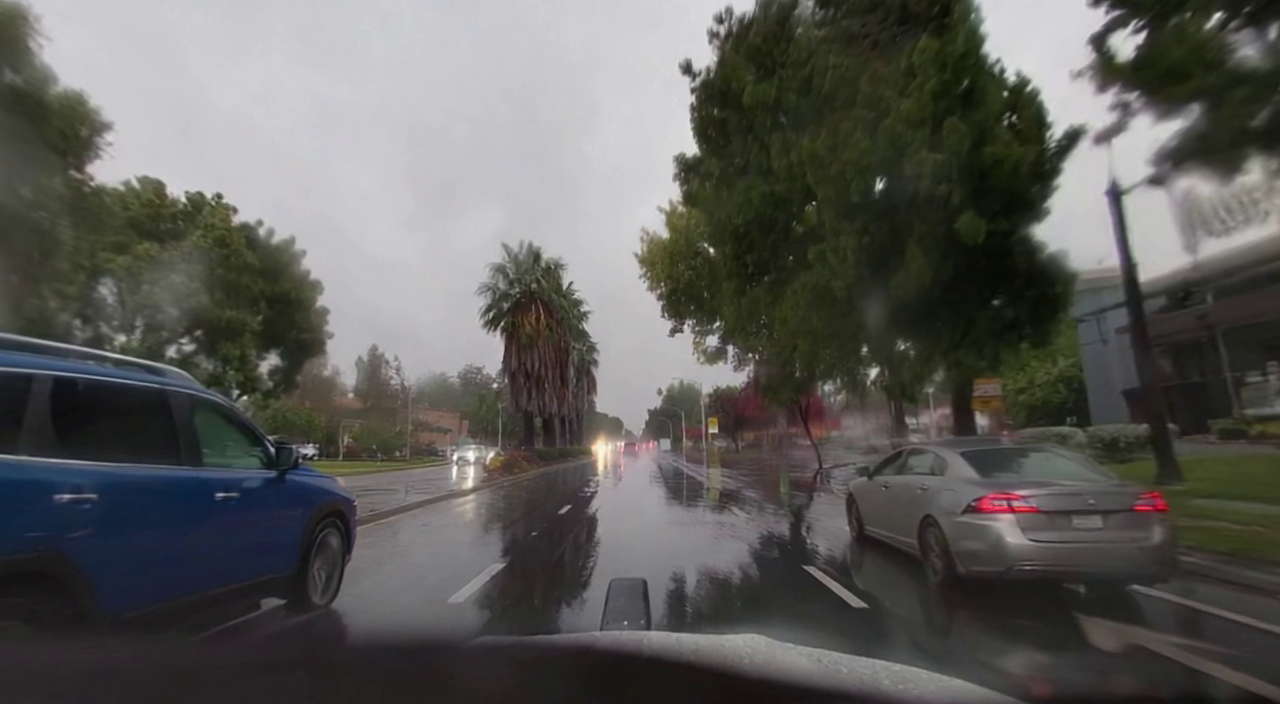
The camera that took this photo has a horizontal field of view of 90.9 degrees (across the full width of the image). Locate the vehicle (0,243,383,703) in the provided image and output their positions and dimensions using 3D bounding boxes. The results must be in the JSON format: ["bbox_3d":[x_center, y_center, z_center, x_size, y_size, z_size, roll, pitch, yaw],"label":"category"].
[{"bbox_3d":[-3.337,0.758,3.139,2.152,1.987,4.527,0,-9,0],"label":"vehicle"}]

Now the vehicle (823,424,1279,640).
[{"bbox_3d":[3.580,1.581,6.661,1.978,1.455,4.582,0,-9,1],"label":"vehicle"}]

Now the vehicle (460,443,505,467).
[{"bbox_3d":[-10.072,6.624,40.651,1.847,1.481,3.819,0,-9,1],"label":"vehicle"}]

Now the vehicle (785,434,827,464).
[{"bbox_3d":[10.932,6.325,41.212,2.180,1.808,4.462,-3,-9,20],"label":"vehicle"}]
